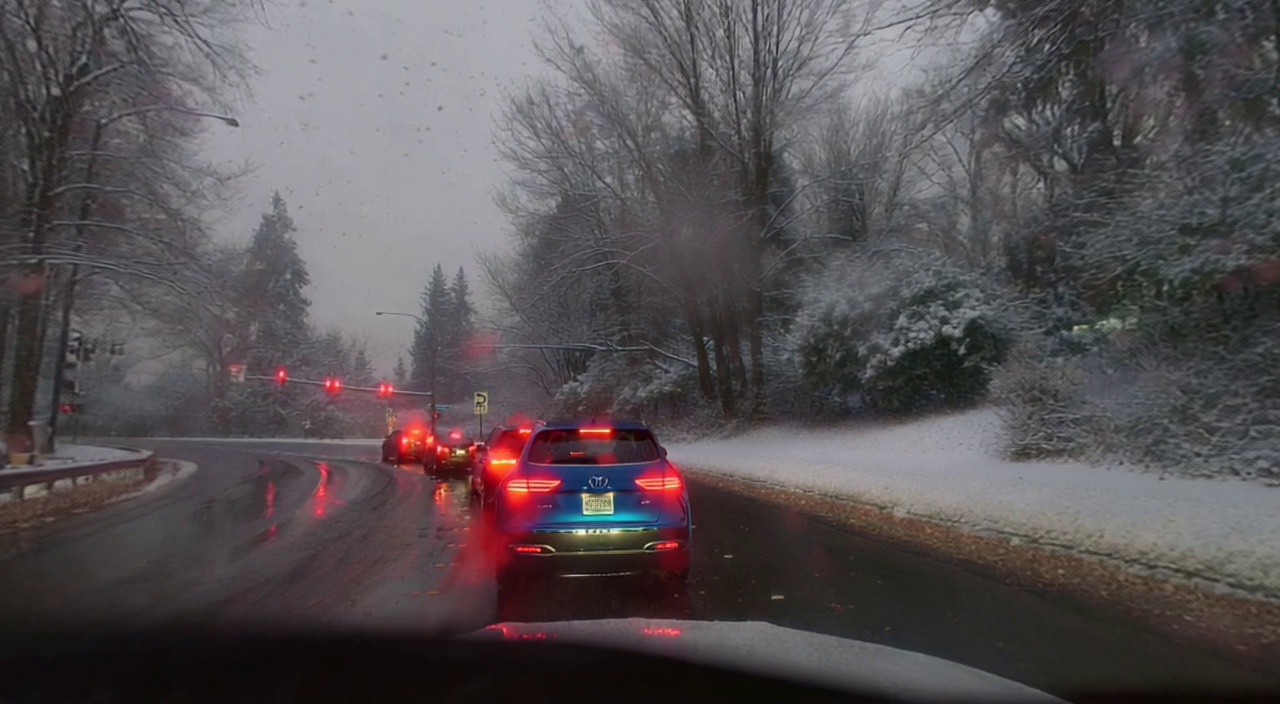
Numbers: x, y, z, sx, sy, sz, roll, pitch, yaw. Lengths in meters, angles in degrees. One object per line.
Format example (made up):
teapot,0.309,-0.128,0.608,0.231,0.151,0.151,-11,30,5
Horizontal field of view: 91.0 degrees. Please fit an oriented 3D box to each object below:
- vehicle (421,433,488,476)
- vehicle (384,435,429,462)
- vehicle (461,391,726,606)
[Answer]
vehicle,-7.299,3.950,24.483,1.902,1.536,3.662,4,-9,-25
vehicle,-13.754,5.641,36.898,1.863,1.488,4.426,4,-9,-27
vehicle,-0.680,1.460,7.203,2.134,1.671,4.147,1,-8,-9
